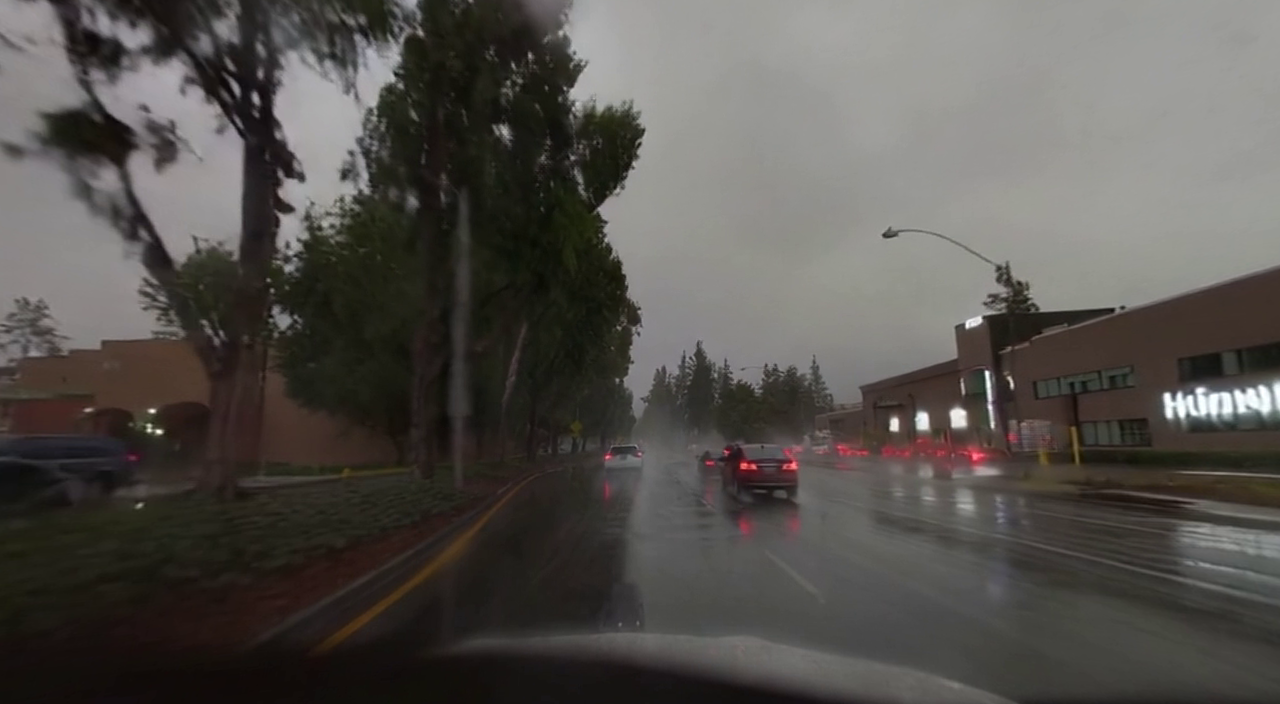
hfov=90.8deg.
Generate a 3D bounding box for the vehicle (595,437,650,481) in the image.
[{"bbox_3d":[-0.686,4.451,26.505,2.101,1.694,3.979,0,-9,0],"label":"vehicle"}]

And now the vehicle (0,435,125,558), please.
[{"bbox_3d":[-8.871,1.765,7.655,1.849,1.506,4.060,0,-9,-1],"label":"vehicle"}]

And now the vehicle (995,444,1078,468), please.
[{"bbox_3d":[26.912,7.087,42.997,4.321,1.580,1.924,0,-10,-3],"label":"vehicle"}]

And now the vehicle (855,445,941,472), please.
[{"bbox_3d":[16.415,6.781,40.306,4.517,1.491,2.056,-1,-8,-7],"label":"vehicle"}]

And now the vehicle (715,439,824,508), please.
[{"bbox_3d":[3.065,2.957,15.784,1.852,1.498,3.825,0,-9,-1],"label":"vehicle"}]

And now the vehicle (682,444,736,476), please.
[{"bbox_3d":[3.323,5.307,31.332,2.098,1.456,4.372,0,-9,-1],"label":"vehicle"}]
